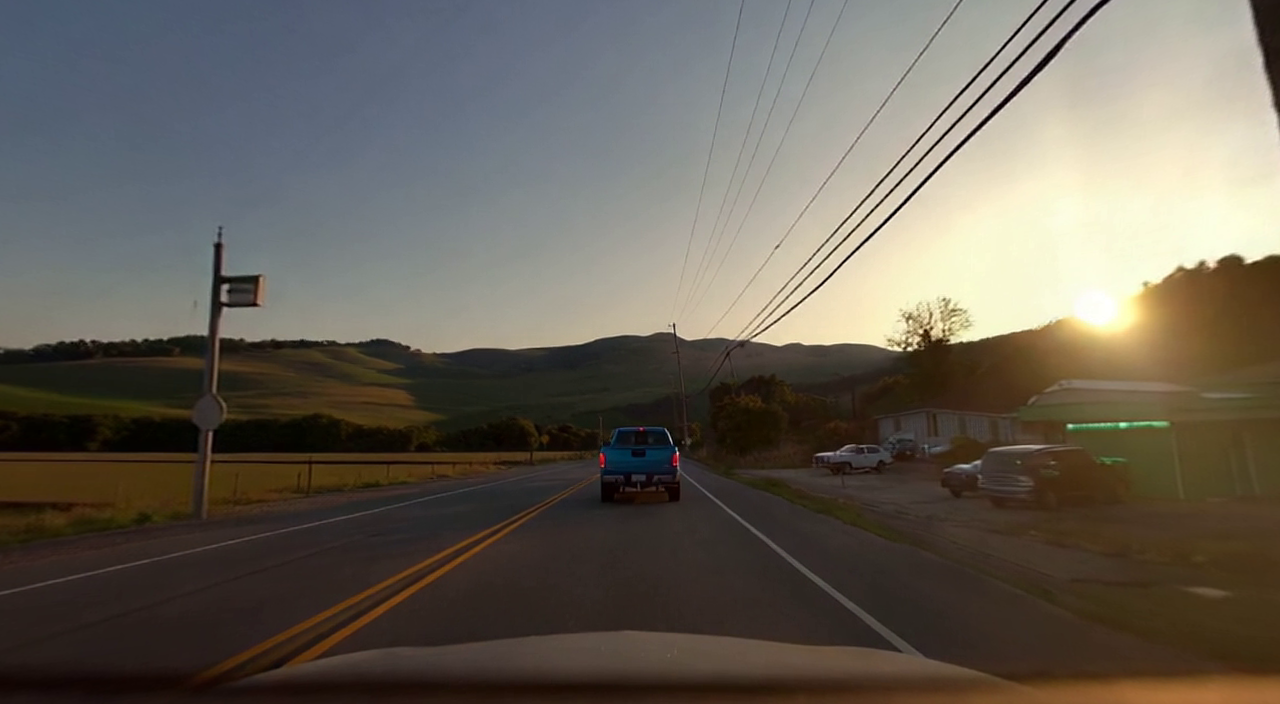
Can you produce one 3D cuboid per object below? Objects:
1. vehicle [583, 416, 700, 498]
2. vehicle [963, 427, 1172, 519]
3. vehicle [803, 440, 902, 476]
[{"bbox_3d":[0.090,3.171,19.541,2.921,2.031,7.416,0,-8,1],"label":"vehicle"},{"bbox_3d":[11.384,3.071,16.692,5.776,1.936,2.535,6,-8,-34],"label":"vehicle"},{"bbox_3d":[11.360,5.572,33.630,5.304,1.754,2.340,6,-11,-37],"label":"vehicle"}]
